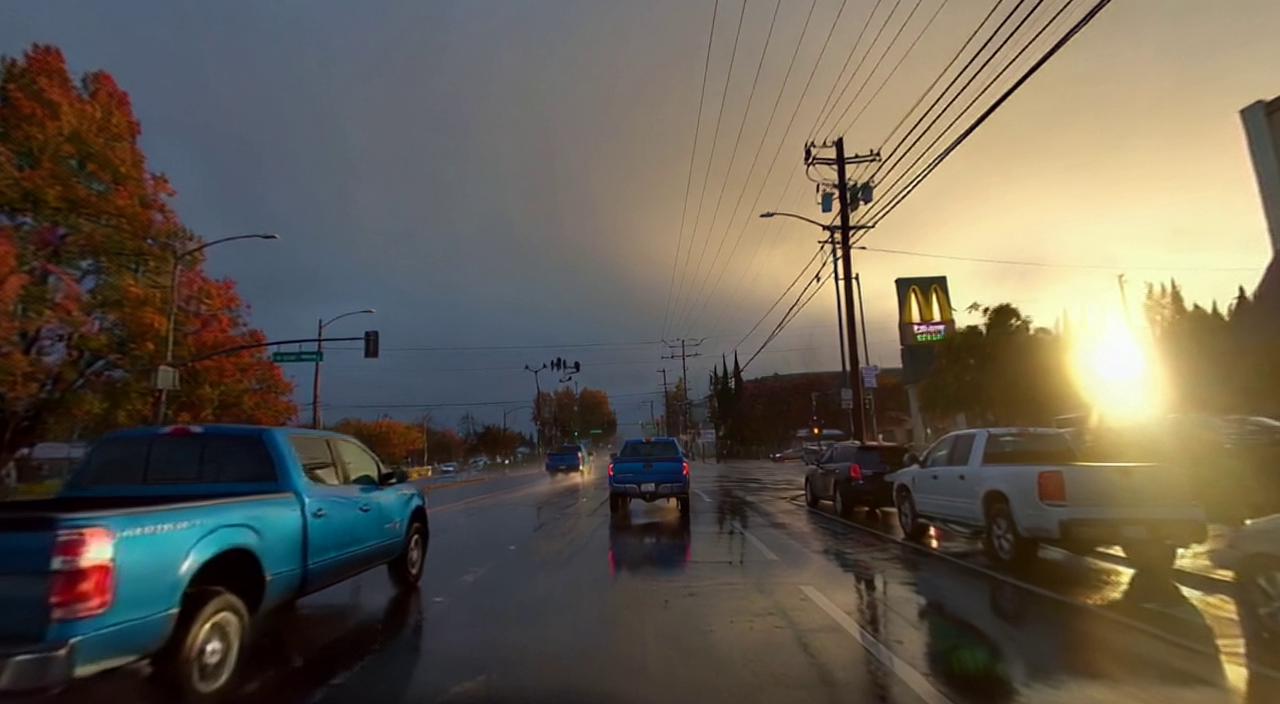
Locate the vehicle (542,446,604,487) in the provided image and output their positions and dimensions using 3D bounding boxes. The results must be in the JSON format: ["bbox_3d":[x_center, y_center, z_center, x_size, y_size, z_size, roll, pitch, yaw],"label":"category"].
[{"bbox_3d":[-3.135,5.530,30.811,2.140,1.768,5.092,0,-9,4],"label":"vehicle"}]

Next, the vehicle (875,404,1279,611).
[{"bbox_3d":[4.921,1.733,8.016,2.007,1.786,4.870,0,-9,0],"label":"vehicle"}]

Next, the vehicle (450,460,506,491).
[{"bbox_3d":[-9.172,6.988,35.967,1.918,1.522,4.486,0,-9,1],"label":"vehicle"}]

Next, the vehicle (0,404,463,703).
[{"bbox_3d":[-3.145,1.342,4.935,1.995,1.554,4.618,0,-9,2],"label":"vehicle"}]

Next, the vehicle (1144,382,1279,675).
[{"bbox_3d":[4.884,0.875,2.490,2.014,1.755,4.520,0,-9,0],"label":"vehicle"}]

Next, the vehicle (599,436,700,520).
[{"bbox_3d":[0.374,2.957,15.433,2.089,1.699,4.650,0,-9,4],"label":"vehicle"}]
